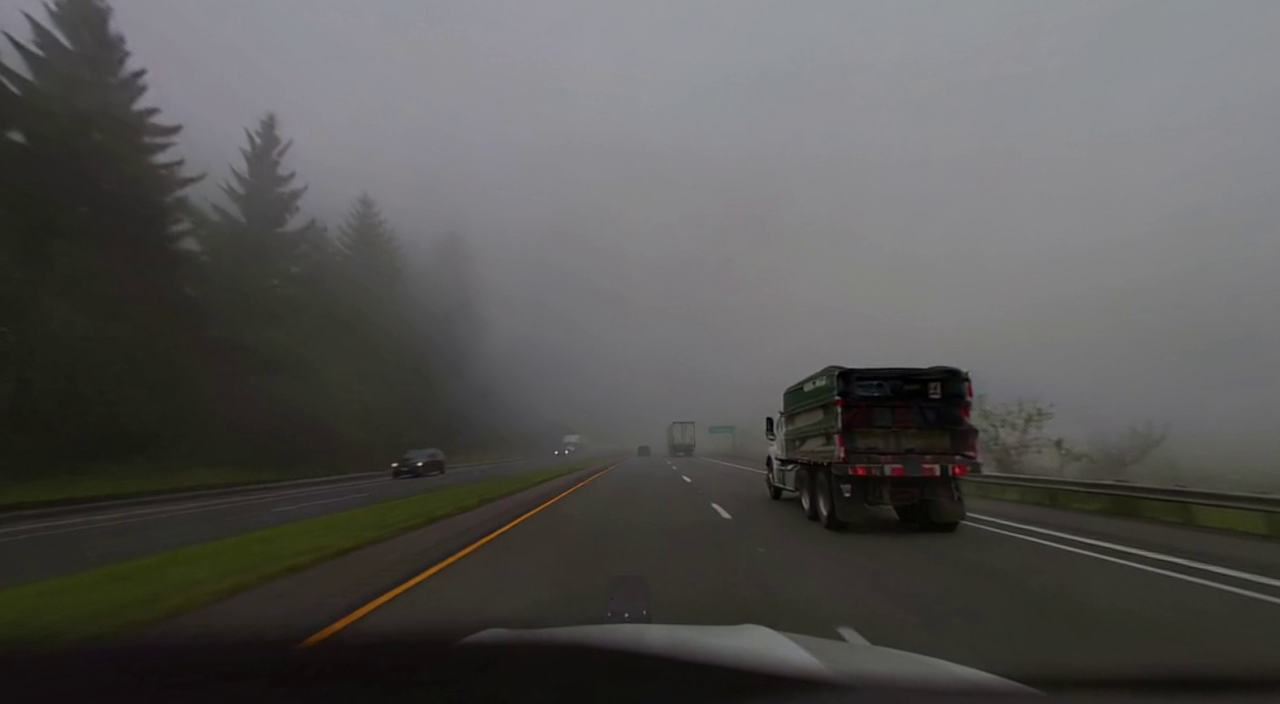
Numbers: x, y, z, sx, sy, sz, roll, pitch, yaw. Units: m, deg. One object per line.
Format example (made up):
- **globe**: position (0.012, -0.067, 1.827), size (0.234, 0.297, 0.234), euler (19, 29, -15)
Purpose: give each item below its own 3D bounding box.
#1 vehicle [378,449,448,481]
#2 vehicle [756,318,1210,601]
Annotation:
- **vehicle**: position (-12.049, 5.993, 33.724), size (1.915, 1.496, 4.610), euler (0, -8, 1)
- **vehicle**: position (3.522, 1.359, 8.675), size (2.677, 2.439, 6.402), euler (0, -8, 1)
